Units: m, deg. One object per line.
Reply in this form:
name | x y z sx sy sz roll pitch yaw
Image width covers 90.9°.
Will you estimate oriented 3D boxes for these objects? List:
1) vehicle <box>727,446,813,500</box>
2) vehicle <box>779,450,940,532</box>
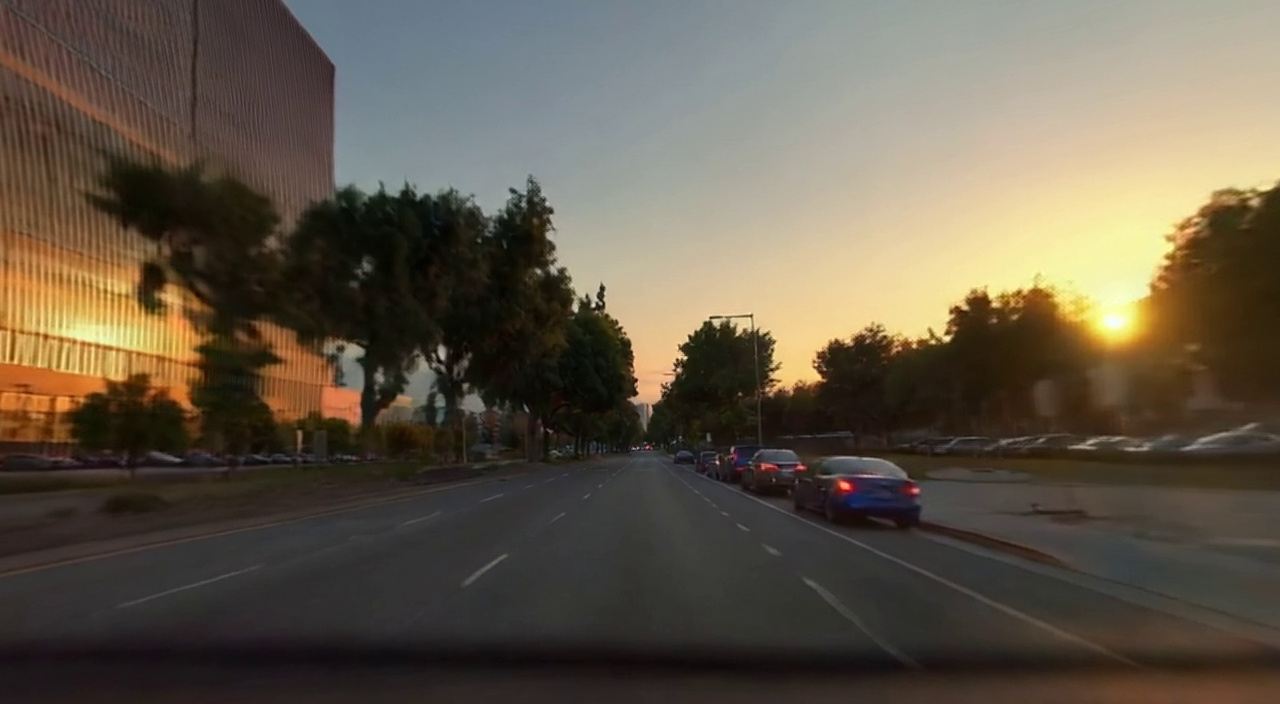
vehicle | 4.156 3.923 20.946 1.974 1.534 4.610 0 -9 2
vehicle | 4.362 2.794 13.310 1.872 1.420 4.201 0 -9 0
